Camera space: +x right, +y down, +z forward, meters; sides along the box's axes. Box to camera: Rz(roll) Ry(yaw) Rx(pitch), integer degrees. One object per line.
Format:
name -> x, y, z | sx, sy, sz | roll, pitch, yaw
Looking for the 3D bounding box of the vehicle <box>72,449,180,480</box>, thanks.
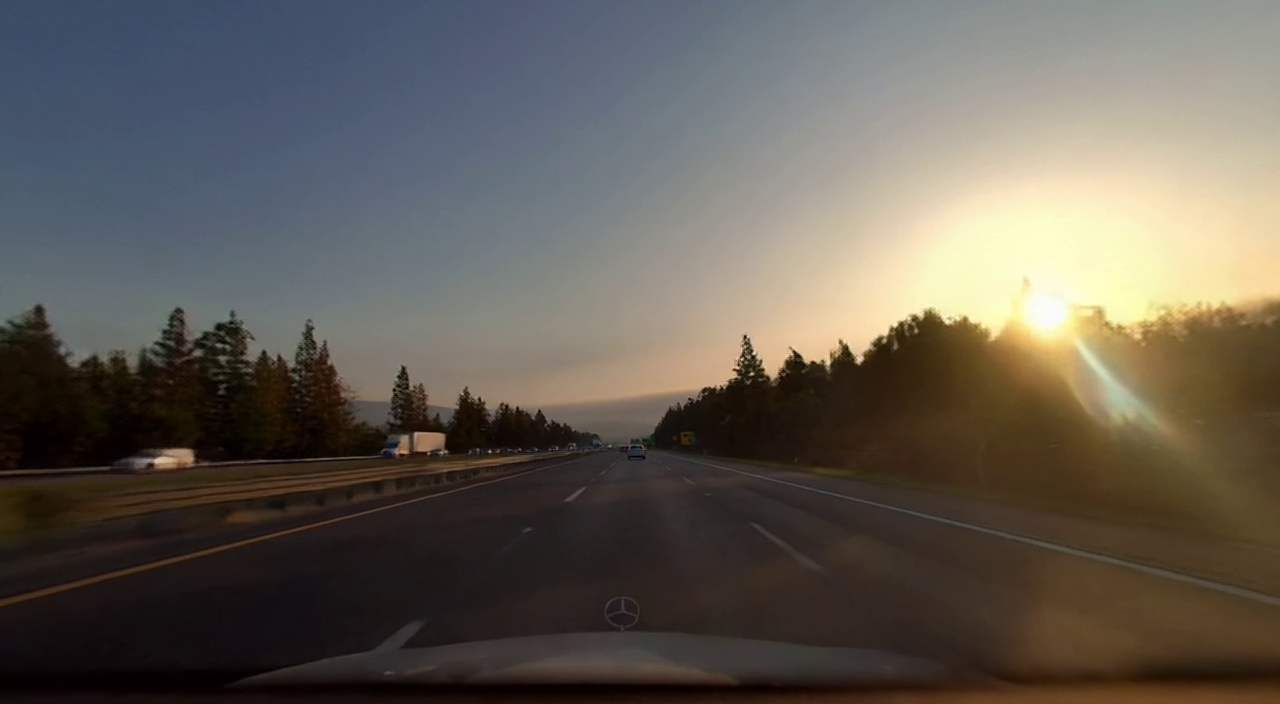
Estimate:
vehicle -> -36.498, 7.984, 45.188 | 2.205, 2.001, 6.465 | 0, -9, 0
